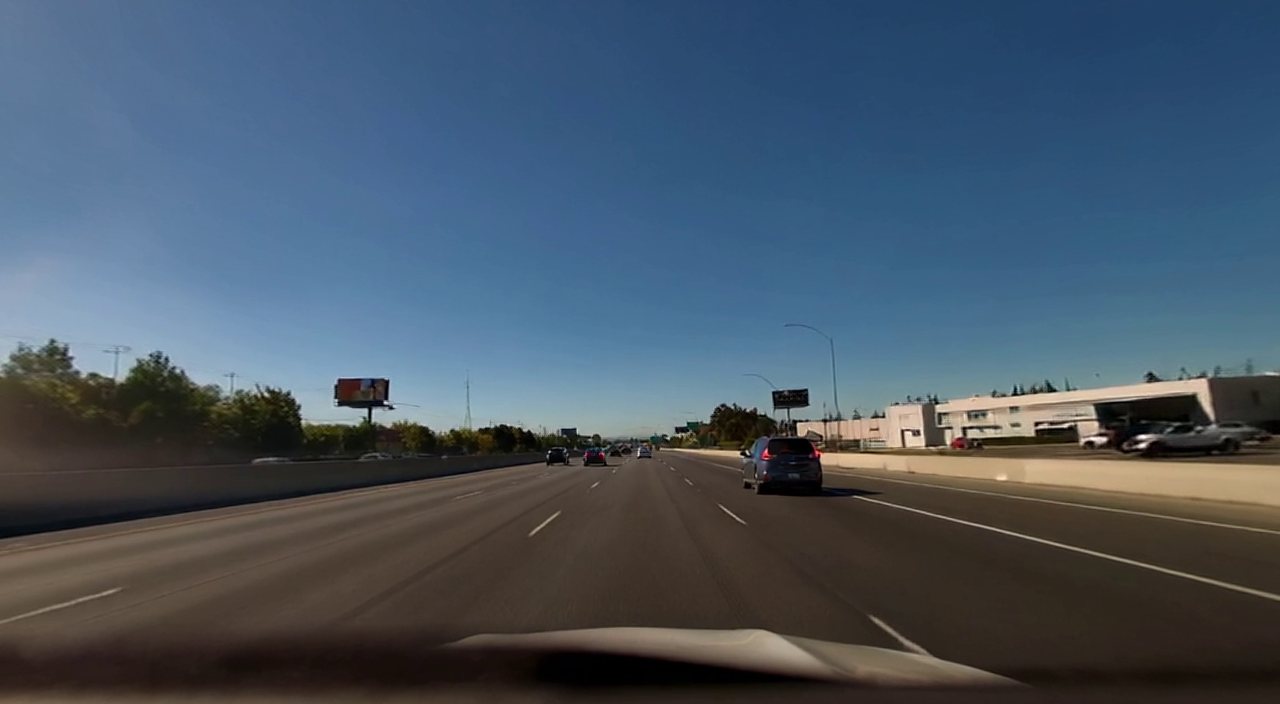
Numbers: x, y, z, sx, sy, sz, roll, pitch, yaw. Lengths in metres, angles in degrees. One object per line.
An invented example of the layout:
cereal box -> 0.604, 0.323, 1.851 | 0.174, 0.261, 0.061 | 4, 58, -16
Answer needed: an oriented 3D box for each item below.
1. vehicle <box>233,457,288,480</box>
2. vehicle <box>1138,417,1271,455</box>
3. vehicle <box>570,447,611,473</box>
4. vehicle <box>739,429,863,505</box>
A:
vehicle -> -27.924, 8.556, 46.461 | 1.694, 1.499, 3.764 | 0, -9, 0
vehicle -> 37.201, 5.569, 41.658 | 6.179, 2.207, 2.545 | -2, -9, 1
vehicle -> -3.006, 6.694, 39.305 | 2.139, 1.510, 4.506 | 0, -9, 0
vehicle -> 4.204, 3.094, 17.377 | 2.109, 1.764, 4.704 | 0, -9, -1
